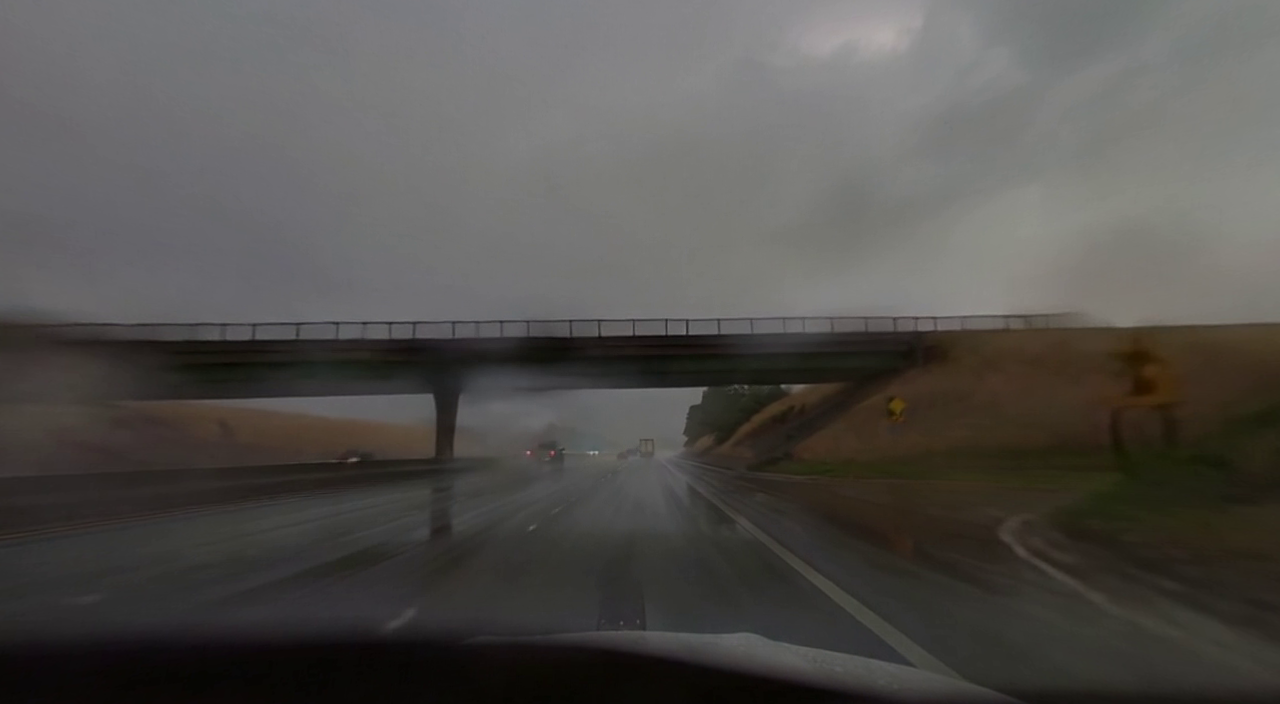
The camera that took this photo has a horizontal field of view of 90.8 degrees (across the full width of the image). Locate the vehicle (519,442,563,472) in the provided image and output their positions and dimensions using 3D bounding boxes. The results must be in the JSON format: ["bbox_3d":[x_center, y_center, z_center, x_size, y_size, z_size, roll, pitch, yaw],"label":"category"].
[{"bbox_3d":[-6.709,7.210,43.469,2.232,1.947,5.180,0,-9,0],"label":"vehicle"}]
